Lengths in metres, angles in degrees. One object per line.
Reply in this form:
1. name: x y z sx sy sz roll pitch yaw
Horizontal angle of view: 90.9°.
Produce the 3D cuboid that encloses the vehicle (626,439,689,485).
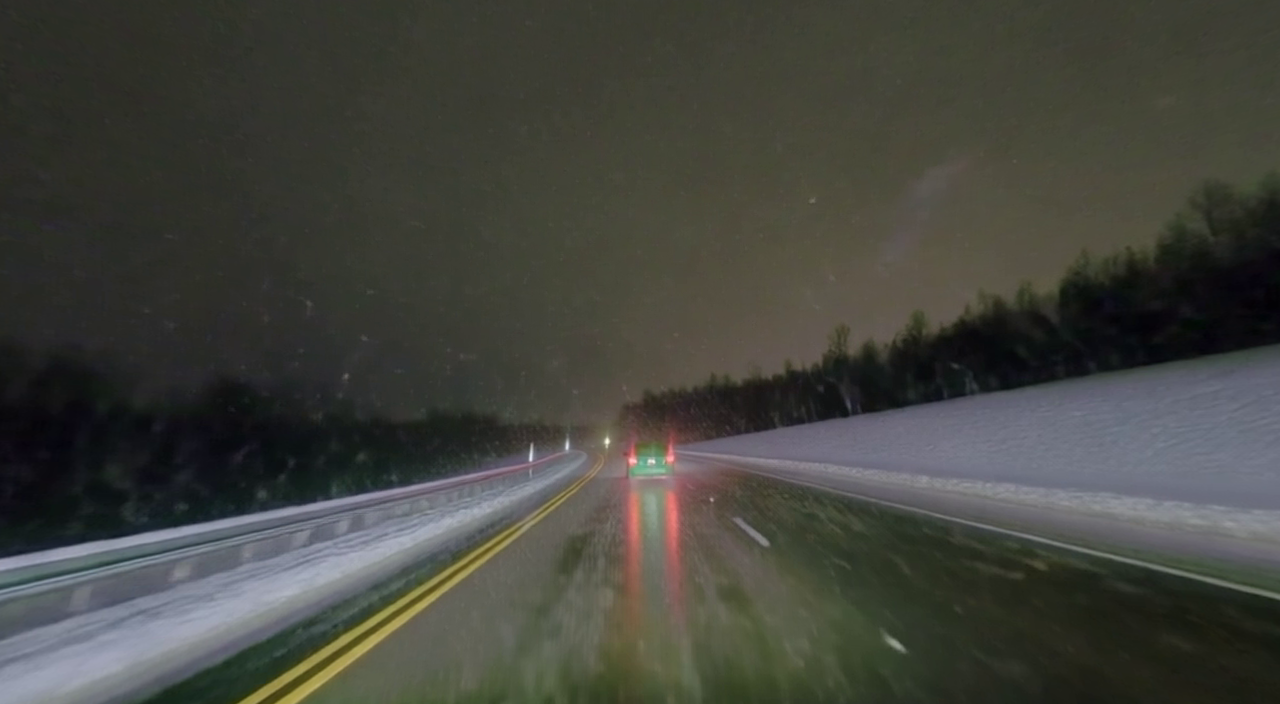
1. vehicle: 0.533 3.962 23.032 2.029 1.474 4.183 0 -9 -2
